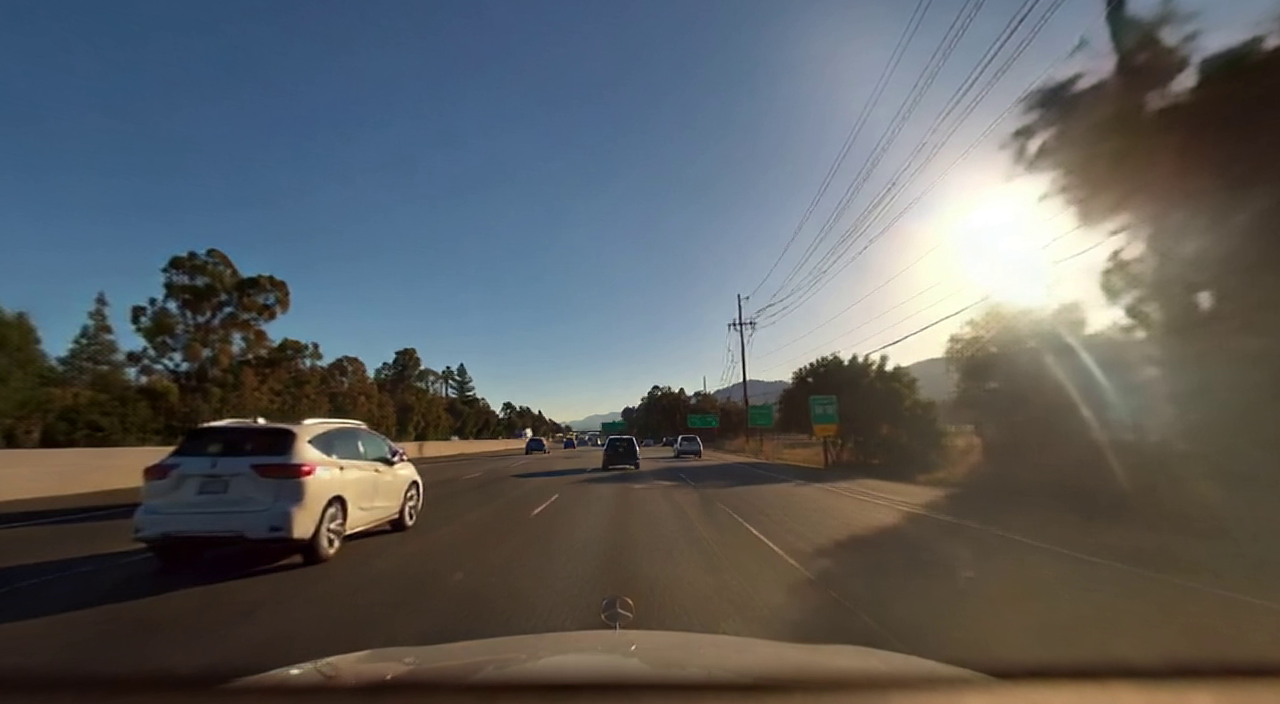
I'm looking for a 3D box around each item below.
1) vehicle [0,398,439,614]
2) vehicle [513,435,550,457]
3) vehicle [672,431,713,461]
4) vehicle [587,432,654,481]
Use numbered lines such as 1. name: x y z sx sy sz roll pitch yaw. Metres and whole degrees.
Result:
1. vehicle: -3.951 1.465 7.090 1.901 1.601 4.610 0 -8 -1
2. vehicle: -7.735 6.738 45.314 1.992 1.494 4.133 0 -8 0
3. vehicle: 3.166 5.761 38.772 1.950 1.695 4.446 1 -8 -2
4. vehicle: -0.635 3.507 21.493 2.086 1.488 3.440 0 -8 -1
